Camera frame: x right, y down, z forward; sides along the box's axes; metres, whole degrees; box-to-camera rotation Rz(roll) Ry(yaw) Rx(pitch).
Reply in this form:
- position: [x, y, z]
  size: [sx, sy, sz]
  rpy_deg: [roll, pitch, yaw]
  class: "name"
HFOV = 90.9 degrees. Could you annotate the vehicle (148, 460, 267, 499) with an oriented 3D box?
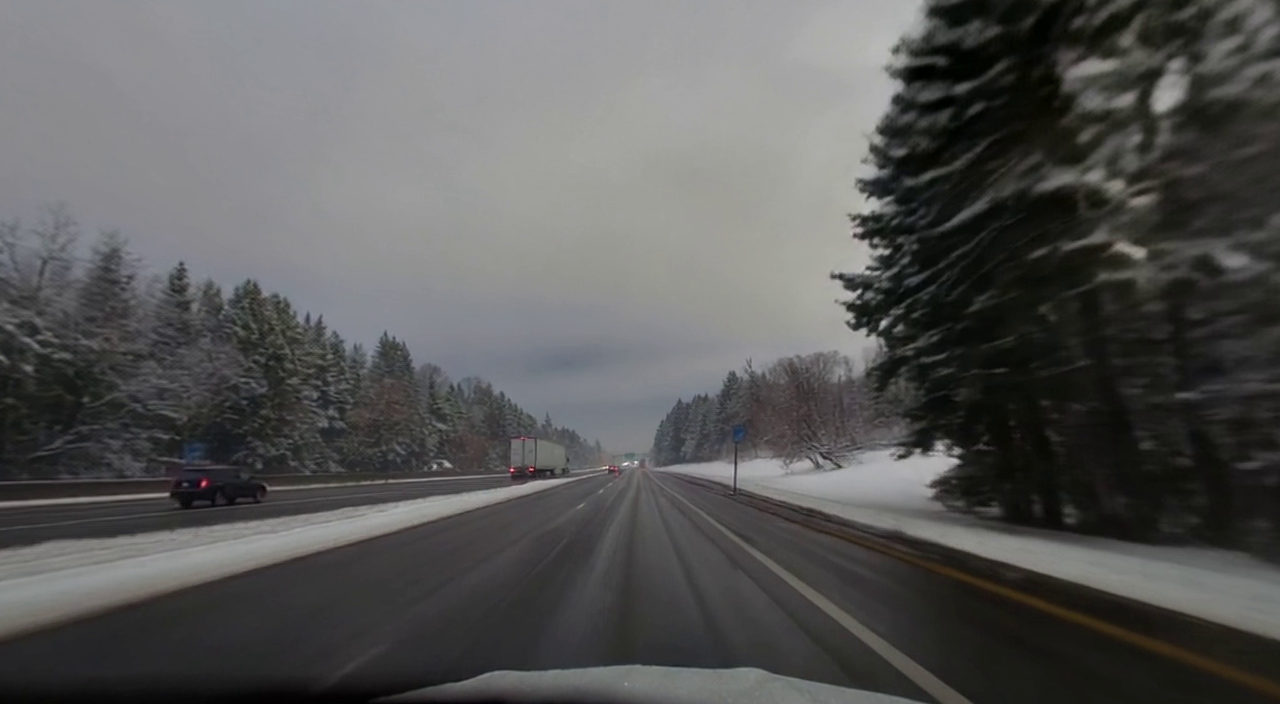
- position: [-17.649, 5.224, 25.989]
  size: [1.745, 1.430, 4.252]
  rpy_deg: [0, -10, 2]
  class: "vehicle"
